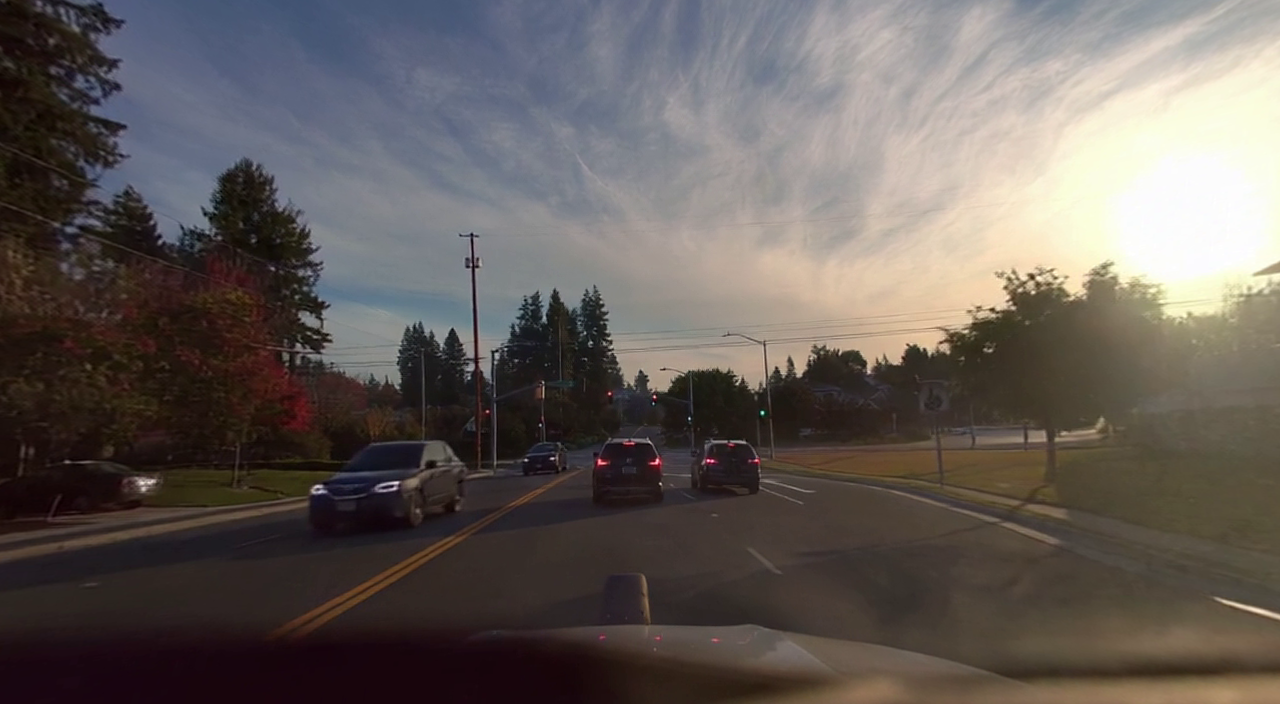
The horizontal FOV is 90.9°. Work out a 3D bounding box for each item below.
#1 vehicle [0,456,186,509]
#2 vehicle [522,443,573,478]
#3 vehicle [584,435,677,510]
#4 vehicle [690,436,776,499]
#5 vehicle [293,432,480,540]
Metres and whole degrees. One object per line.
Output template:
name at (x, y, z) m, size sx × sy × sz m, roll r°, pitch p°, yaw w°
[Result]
vehicle at (-16.523, 3.889, 18.935) m, size 4.245 × 1.446 × 1.827 m, roll 0°, pitch -8°, yaw -2°
vehicle at (-5.274, 6.263, 36.714) m, size 2.197 × 1.882 × 4.973 m, roll 0°, pitch -8°, yaw 0°
vehicle at (-0.243, 3.072, 16.586) m, size 2.151 × 1.695 × 4.100 m, roll 0°, pitch -8°, yaw -1°
vehicle at (2.798, 3.588, 19.979) m, size 1.967 × 1.756 × 4.281 m, roll 0°, pitch -8°, yaw -1°
vehicle at (-4.645, 2.477, 12.292) m, size 2.063 × 1.727 × 3.923 m, roll 0°, pitch -8°, yaw -1°
